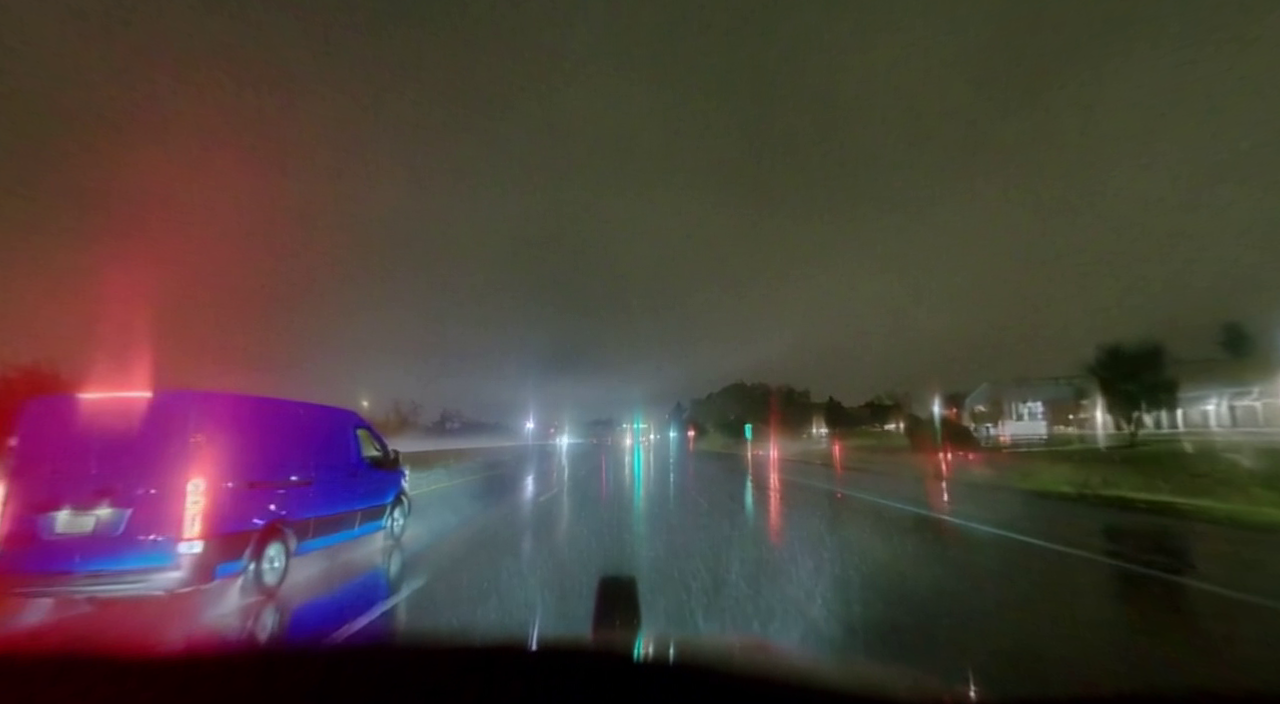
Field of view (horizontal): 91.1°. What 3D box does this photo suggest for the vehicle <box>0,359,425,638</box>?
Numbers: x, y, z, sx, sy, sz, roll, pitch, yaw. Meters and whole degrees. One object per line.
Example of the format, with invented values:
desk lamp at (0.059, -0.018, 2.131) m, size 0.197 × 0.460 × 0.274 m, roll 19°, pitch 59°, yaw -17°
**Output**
vehicle at (-4.162, 1.294, 6.682) m, size 2.104 × 1.860 × 4.853 m, roll 0°, pitch -8°, yaw -1°
